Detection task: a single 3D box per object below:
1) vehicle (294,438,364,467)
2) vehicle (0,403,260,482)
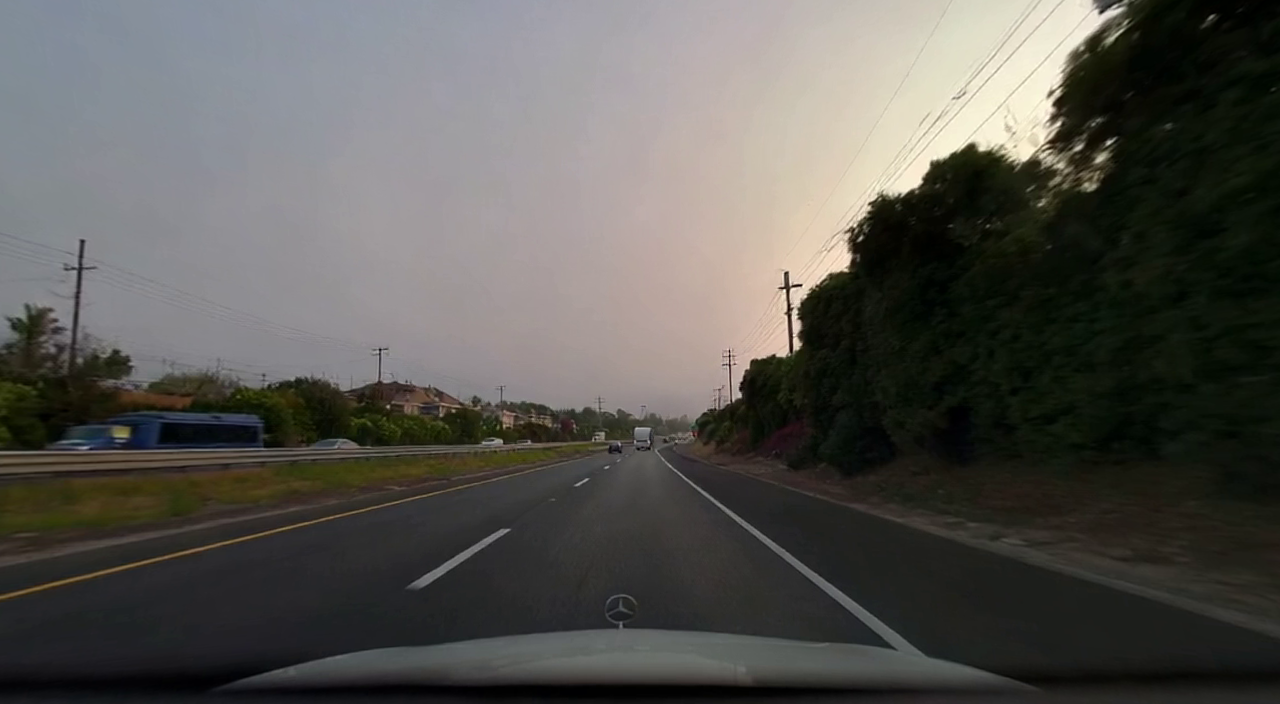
[{"bbox_3d":[-20.448,6.658,41.701,2.122,1.764,4.712,0,-9,1],"label":"vehicle"},{"bbox_3d":[-25.291,4.752,32.748,3.059,3.310,12.676,0,-9,0],"label":"vehicle"}]
